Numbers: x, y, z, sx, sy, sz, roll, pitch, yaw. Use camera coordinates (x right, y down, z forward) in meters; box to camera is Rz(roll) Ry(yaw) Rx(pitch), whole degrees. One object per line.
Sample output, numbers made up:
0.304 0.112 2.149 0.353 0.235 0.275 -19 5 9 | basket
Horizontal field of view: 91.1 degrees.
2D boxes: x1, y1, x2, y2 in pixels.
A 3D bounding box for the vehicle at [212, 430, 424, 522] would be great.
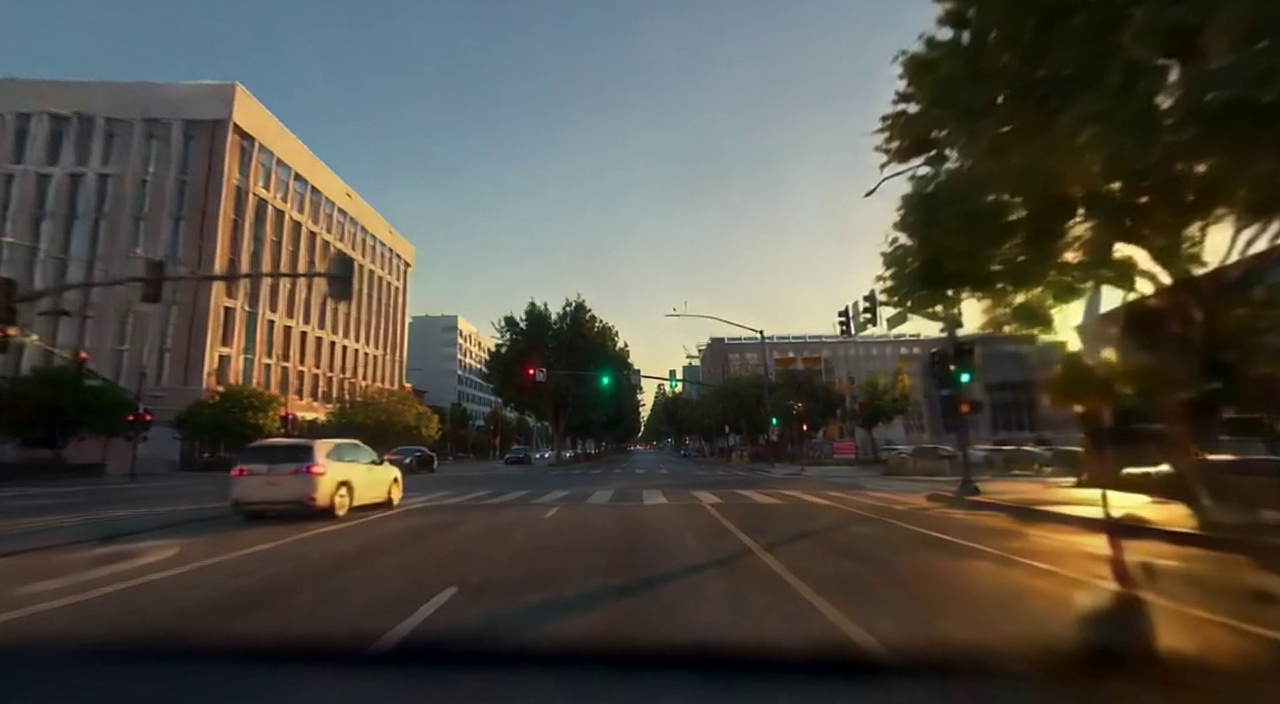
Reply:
-6.471 2.536 13.457 1.876 1.570 4.980 0 -9 0 | vehicle
